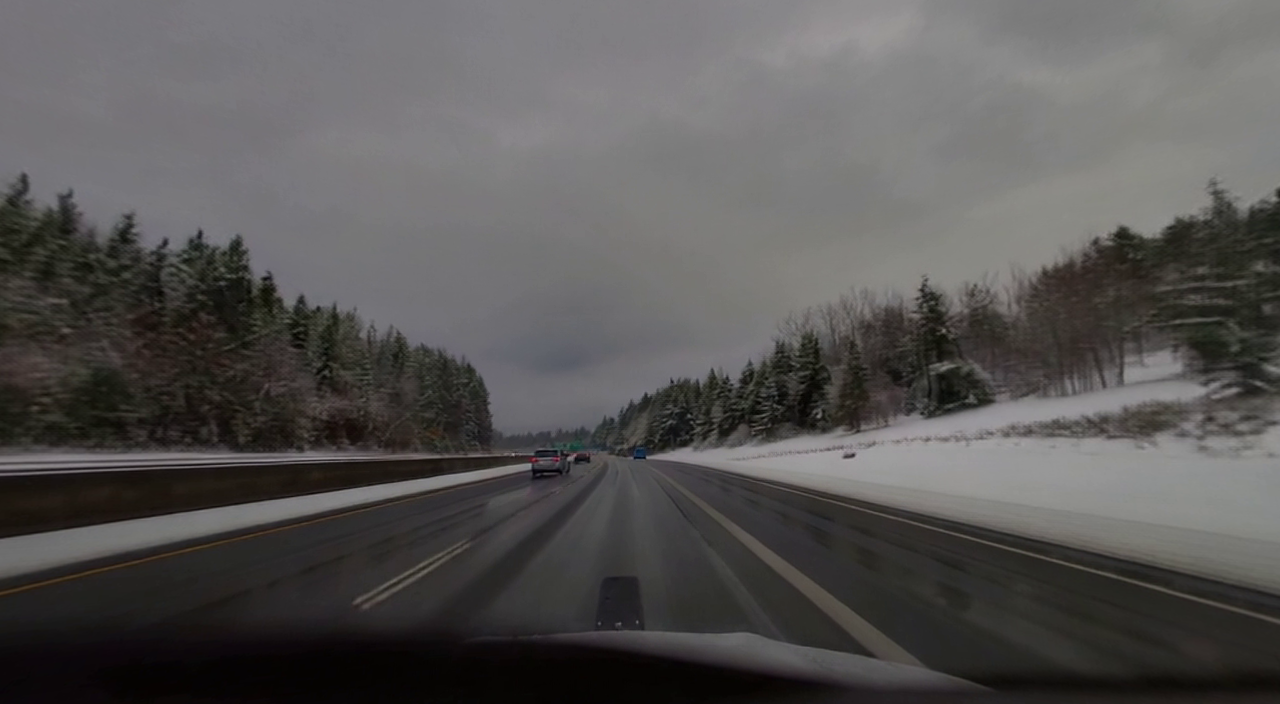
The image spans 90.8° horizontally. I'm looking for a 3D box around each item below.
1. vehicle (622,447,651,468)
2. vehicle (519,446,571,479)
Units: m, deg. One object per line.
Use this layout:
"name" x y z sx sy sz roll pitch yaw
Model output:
"vehicle" -0.300 7.838 47.127 2.031 1.483 3.417 0 -9 -3
"vehicle" -4.651 5.470 31.527 1.957 1.499 4.965 0 -9 -1
